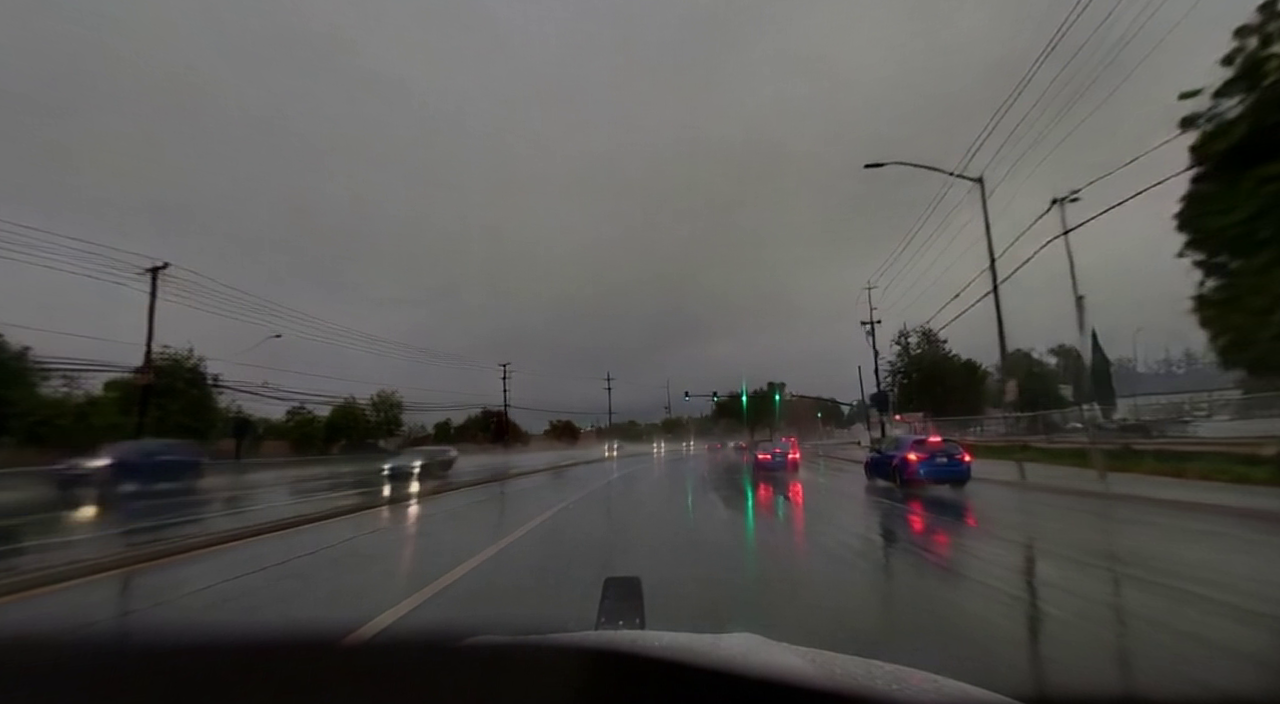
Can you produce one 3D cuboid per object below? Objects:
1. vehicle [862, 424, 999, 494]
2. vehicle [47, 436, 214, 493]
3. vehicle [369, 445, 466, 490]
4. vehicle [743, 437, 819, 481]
[{"bbox_3d":[8.261,3.084,18.521,2.029,1.795,4.371,-1,-8,2],"label":"vehicle"},{"bbox_3d":[-17.803,3.916,22.446,1.948,1.772,4.491,-1,-8,4],"label":"vehicle"},{"bbox_3d":[-8.655,4.514,25.059,2.107,1.587,4.514,-1,-8,2],"label":"vehicle"},{"bbox_3d":[5.073,3.895,23.337,2.035,1.460,4.392,-1,-8,3],"label":"vehicle"}]
